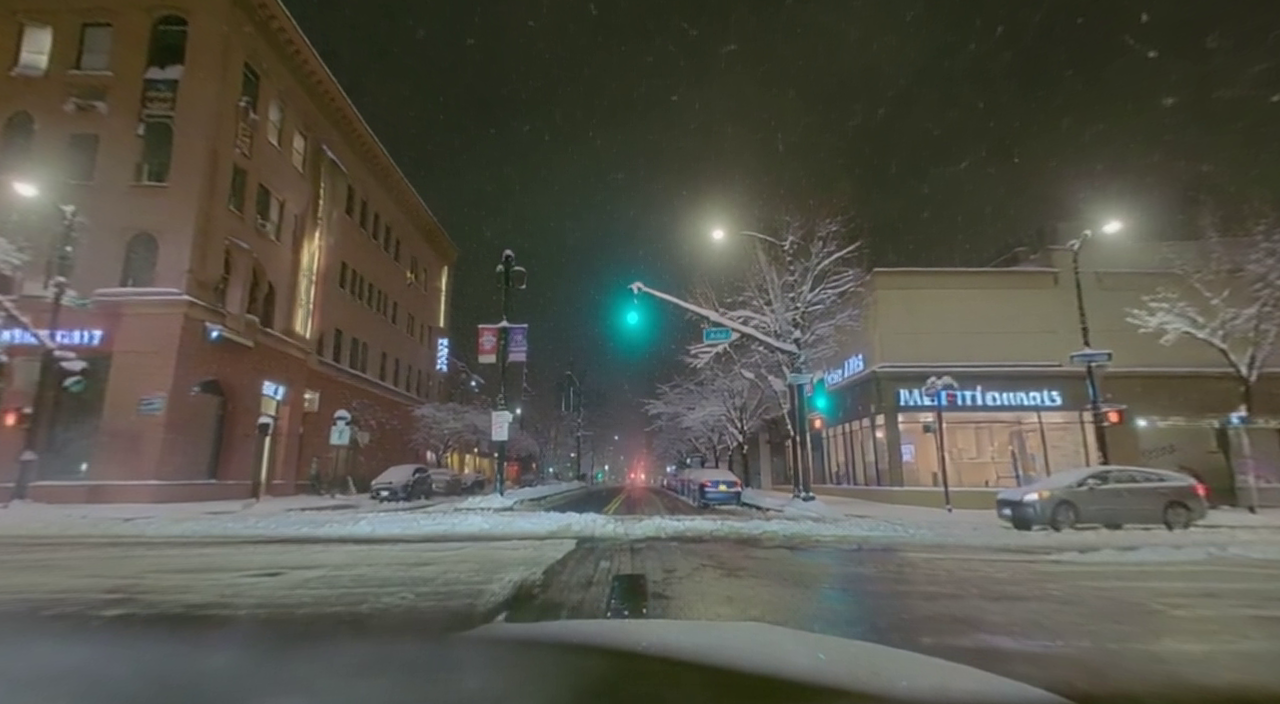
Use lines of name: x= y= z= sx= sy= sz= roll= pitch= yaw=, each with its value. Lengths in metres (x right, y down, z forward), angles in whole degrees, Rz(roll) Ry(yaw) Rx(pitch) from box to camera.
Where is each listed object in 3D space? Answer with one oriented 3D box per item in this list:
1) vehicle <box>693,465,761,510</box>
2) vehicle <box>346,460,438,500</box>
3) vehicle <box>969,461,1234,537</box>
vehicle: x=3.429 y=5.428 z=25.629 sx=2.120 sy=1.560 sz=4.402 roll=0 pitch=-9 yaw=0
vehicle: x=-12.422 y=6.325 z=31.483 sx=4.447 sy=1.790 sz=2.206 roll=-7 pitch=-11 yaw=38
vehicle: x=10.208 y=3.257 z=14.258 sx=4.330 sy=1.517 sz=2.045 roll=0 pitch=-9 yaw=0
